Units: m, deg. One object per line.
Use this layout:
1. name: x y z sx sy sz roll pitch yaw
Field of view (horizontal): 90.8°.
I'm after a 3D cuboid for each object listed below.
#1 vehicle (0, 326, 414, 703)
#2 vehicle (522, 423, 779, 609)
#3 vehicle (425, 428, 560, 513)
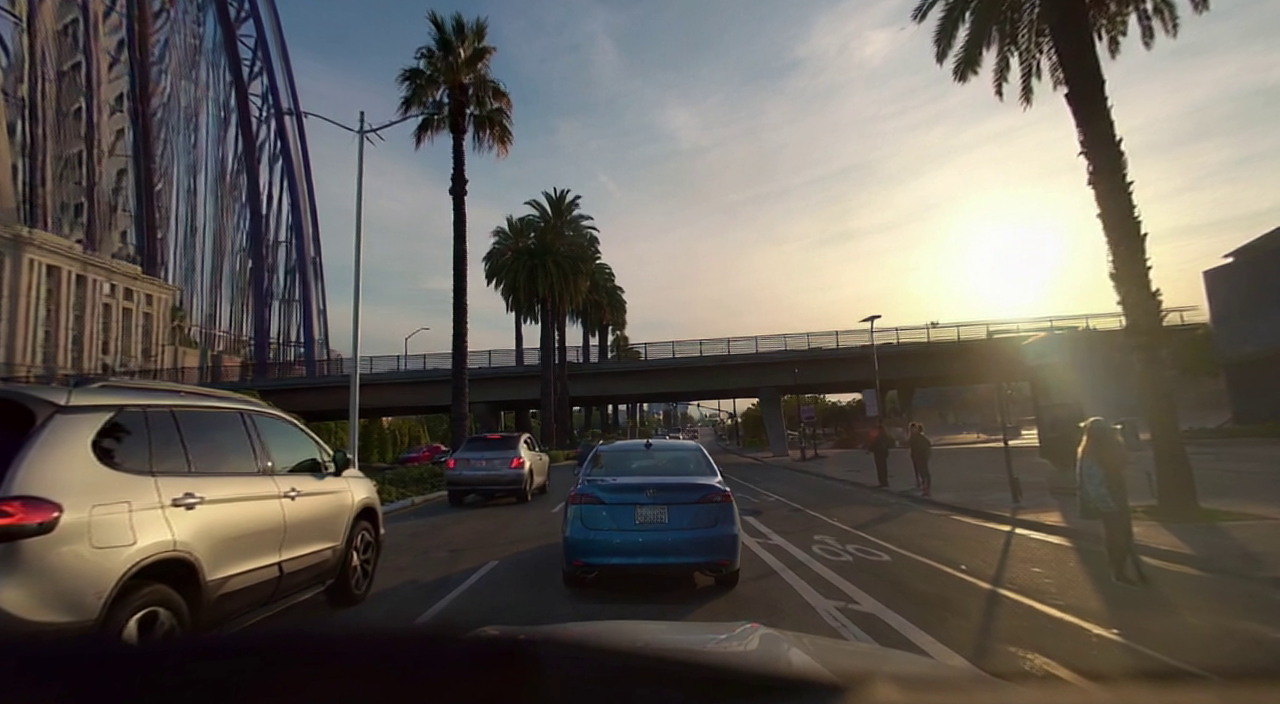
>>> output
1. vehicle: -3.266 1.036 3.940 2.014 1.740 4.359 0 -8 1
2. vehicle: 0.053 1.614 7.152 2.036 1.461 4.129 0 -8 -1
3. vehicle: -3.135 2.609 14.385 1.955 1.637 4.032 0 -8 2
